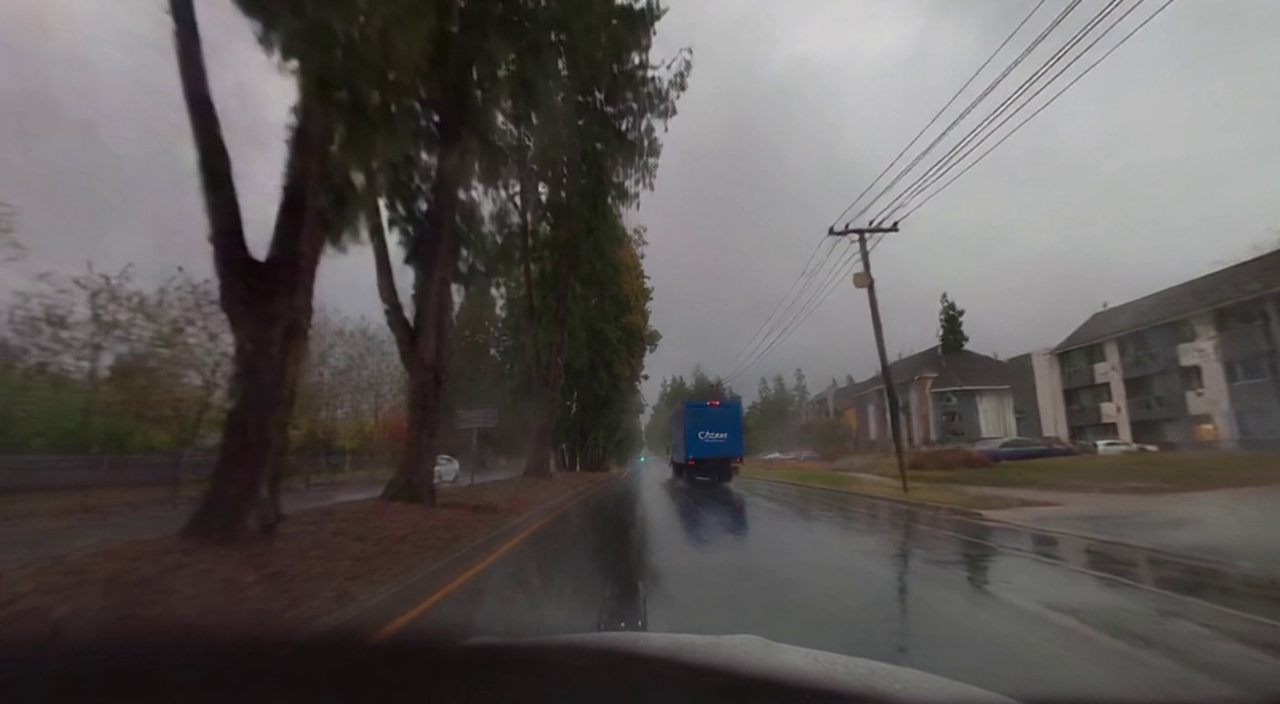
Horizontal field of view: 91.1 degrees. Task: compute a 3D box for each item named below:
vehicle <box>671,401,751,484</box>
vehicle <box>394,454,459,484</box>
[{"bbox_3d":[3.507,4.887,33.714,2.973,3.848,9.336,0,-9,-1],"label":"vehicle"},{"bbox_3d":[-12.071,6.615,35.809,1.950,1.501,4.807,0,-9,1],"label":"vehicle"}]
